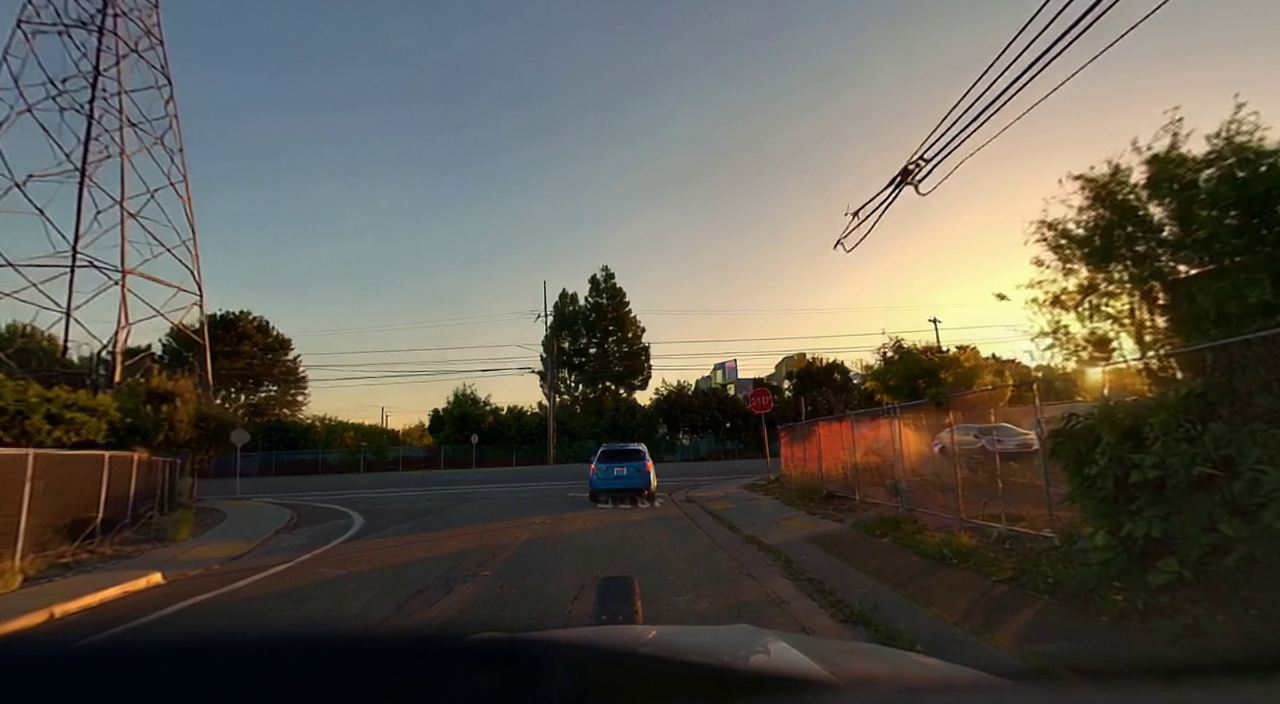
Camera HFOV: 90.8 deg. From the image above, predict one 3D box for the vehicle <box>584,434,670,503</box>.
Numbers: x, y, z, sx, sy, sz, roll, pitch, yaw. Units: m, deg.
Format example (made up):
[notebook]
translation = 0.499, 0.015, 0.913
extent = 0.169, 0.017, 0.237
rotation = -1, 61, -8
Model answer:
[vehicle]
translation = -0.446, 3.211, 17.929
extent = 2.137, 1.698, 4.166
rotation = 0, -8, -3
